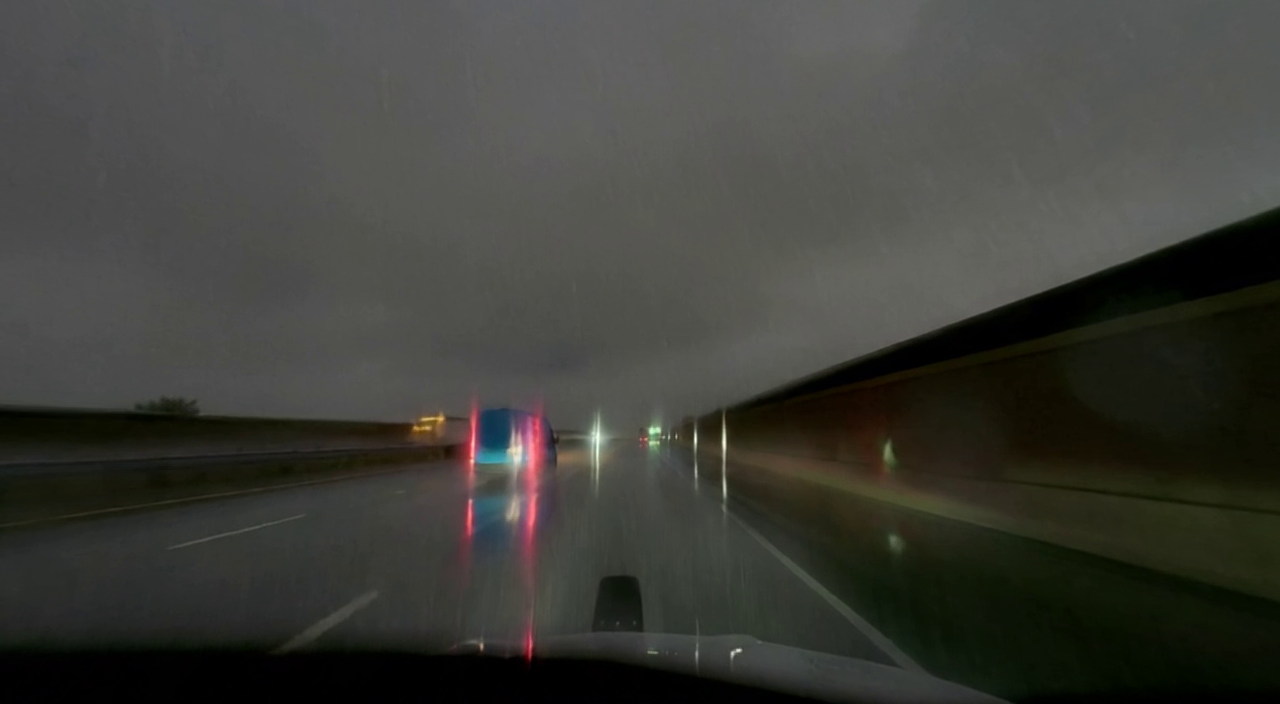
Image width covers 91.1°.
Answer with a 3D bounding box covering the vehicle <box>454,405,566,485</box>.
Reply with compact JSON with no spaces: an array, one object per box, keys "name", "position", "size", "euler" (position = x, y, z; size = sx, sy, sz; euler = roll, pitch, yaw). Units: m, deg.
[{"name":"vehicle","position":[-3.639,2.730,18.671],"size":[2.309,2.053,4.884],"euler":[0,-8,0]}]
